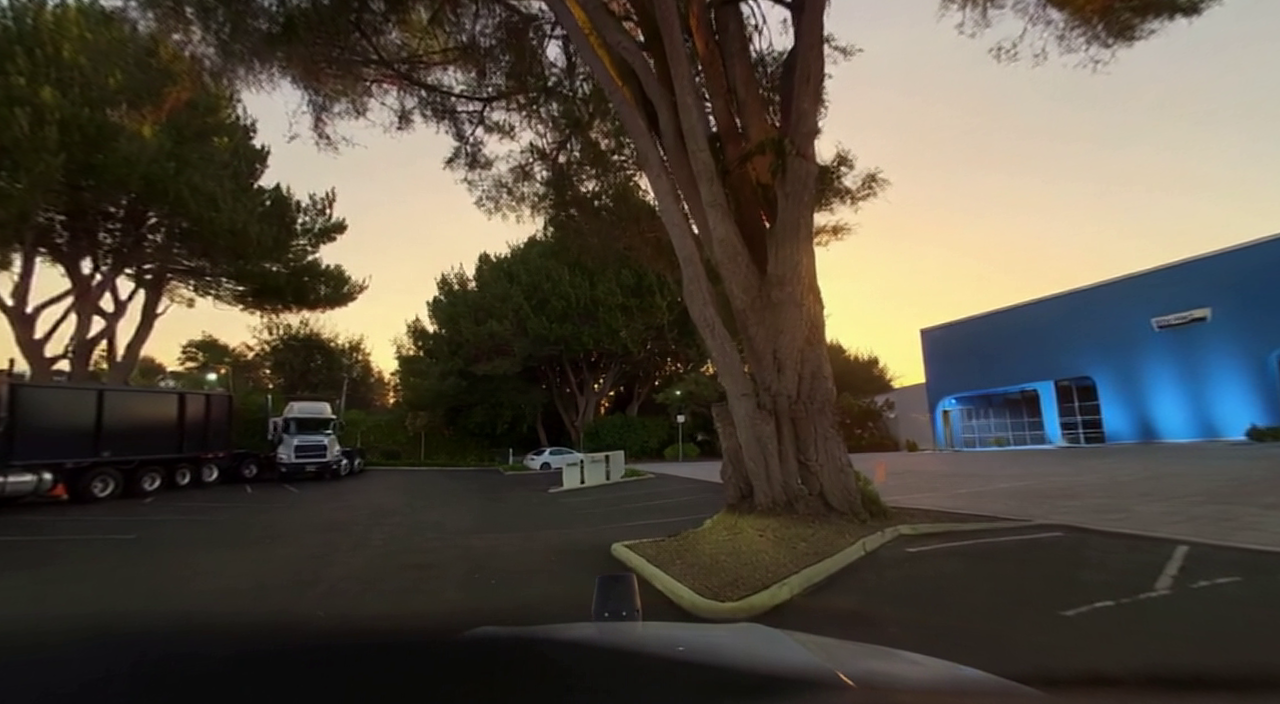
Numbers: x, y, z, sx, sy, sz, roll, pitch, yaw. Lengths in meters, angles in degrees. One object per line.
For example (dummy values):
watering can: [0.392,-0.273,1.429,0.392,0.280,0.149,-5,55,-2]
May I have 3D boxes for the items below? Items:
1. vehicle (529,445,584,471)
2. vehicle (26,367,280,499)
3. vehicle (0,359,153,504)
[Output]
vehicle: [-5.206,6.669,39.820,1.809,1.506,3.473,-5,-10,26]
vehicle: [-18.682,3.162,23.788,11.906,4.069,2.948,-5,-10,30]
vehicle: [-21.009,2.782,21.229,11.512,3.871,3.038,-6,-10,31]
